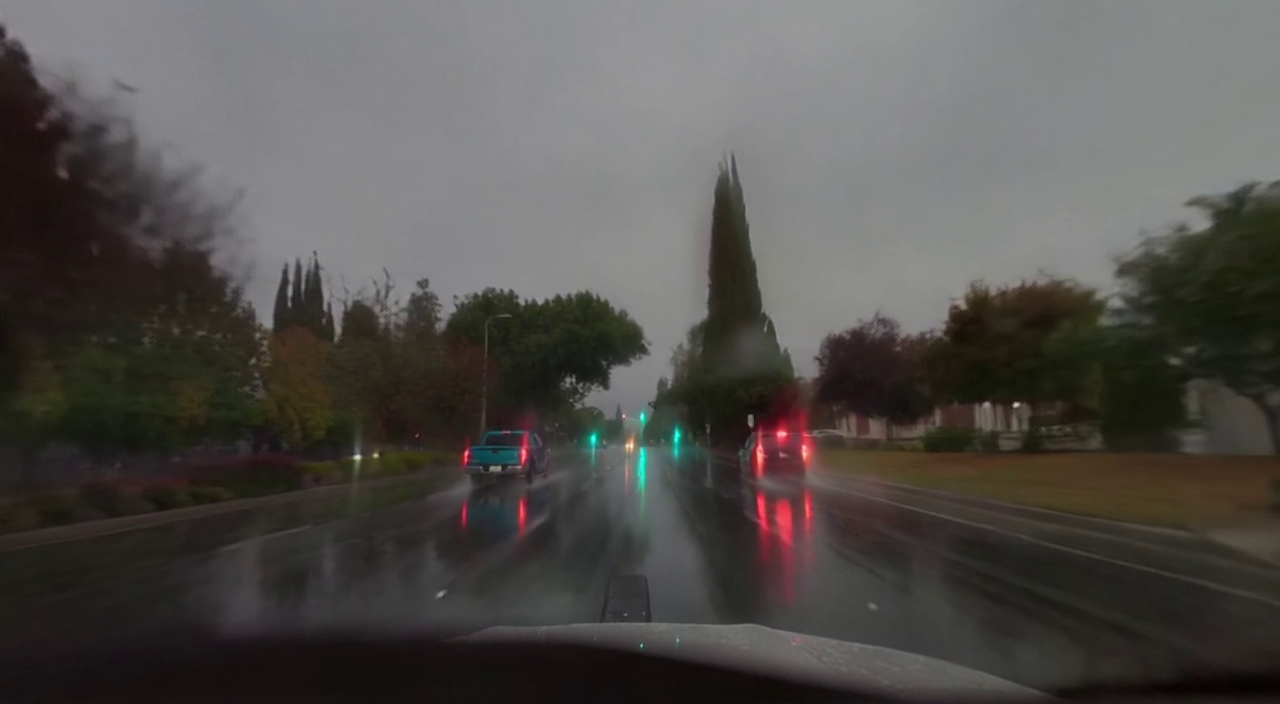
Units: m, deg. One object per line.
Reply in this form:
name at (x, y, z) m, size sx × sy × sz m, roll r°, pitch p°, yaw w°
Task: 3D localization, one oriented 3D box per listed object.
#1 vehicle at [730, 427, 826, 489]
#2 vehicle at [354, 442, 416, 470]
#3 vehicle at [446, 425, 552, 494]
vehicle at (4.224, 3.338, 20.096) m, size 2.016 × 1.736 × 4.356 m, roll 0°, pitch -8°, yaw 0°
vehicle at (-17.060, 6.934, 42.409) m, size 2.059 × 1.743 × 4.779 m, roll 0°, pitch -8°, yaw 1°
vehicle at (-3.941, 3.100, 18.487) m, size 2.002 × 1.747 × 4.728 m, roll 0°, pitch -8°, yaw 0°
